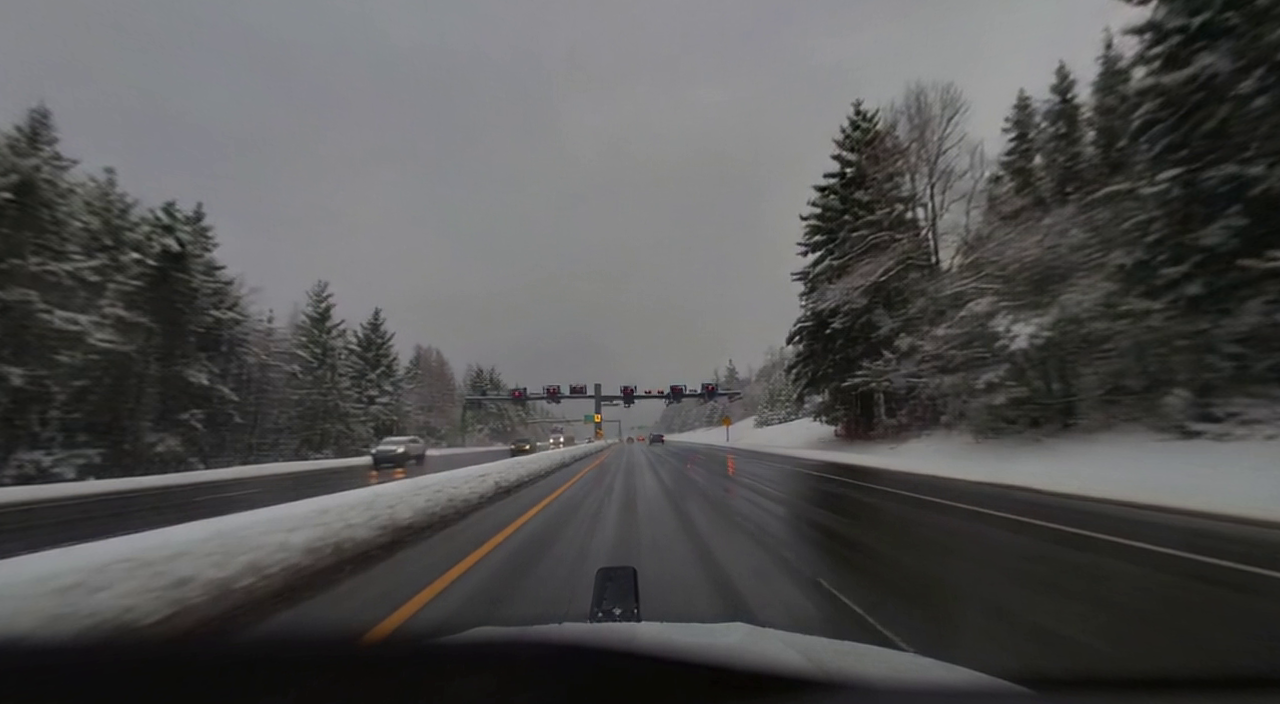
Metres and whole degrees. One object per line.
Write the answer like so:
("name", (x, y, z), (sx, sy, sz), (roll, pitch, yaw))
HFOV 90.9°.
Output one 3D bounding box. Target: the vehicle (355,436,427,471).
("vehicle", (-12.617, 5.140, 32.180), (2.010, 1.648, 4.058), (0, -8, -1))
